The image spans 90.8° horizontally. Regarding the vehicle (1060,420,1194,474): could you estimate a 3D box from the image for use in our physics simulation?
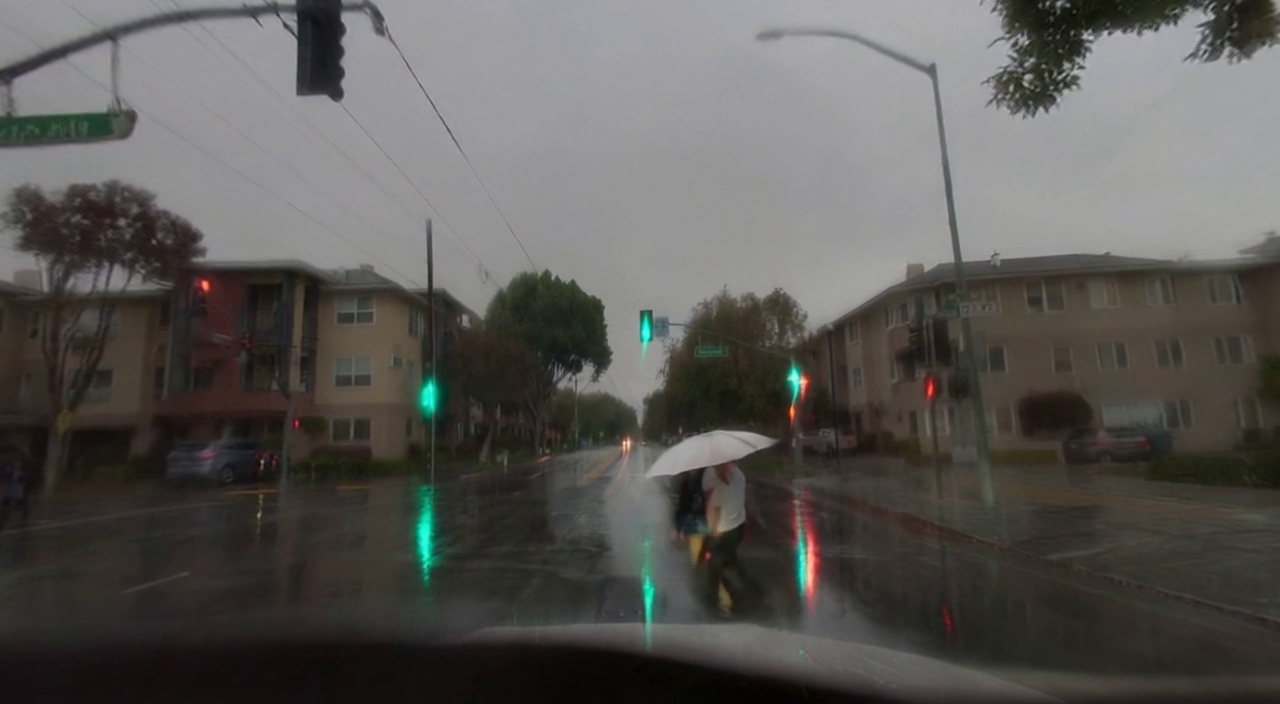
[{"bbox_3d":[17.088,3.362,22.457,2.013,1.722,4.007,-2,-9,10],"label":"vehicle"}]

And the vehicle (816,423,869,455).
[{"bbox_3d":[11.535,4.996,36.206,1.950,1.714,4.245,-1,-9,5],"label":"vehicle"}]

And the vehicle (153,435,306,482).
[{"bbox_3d":[-18.964,4.921,29.445,5.468,1.854,2.283,-2,-8,-5],"label":"vehicle"}]
